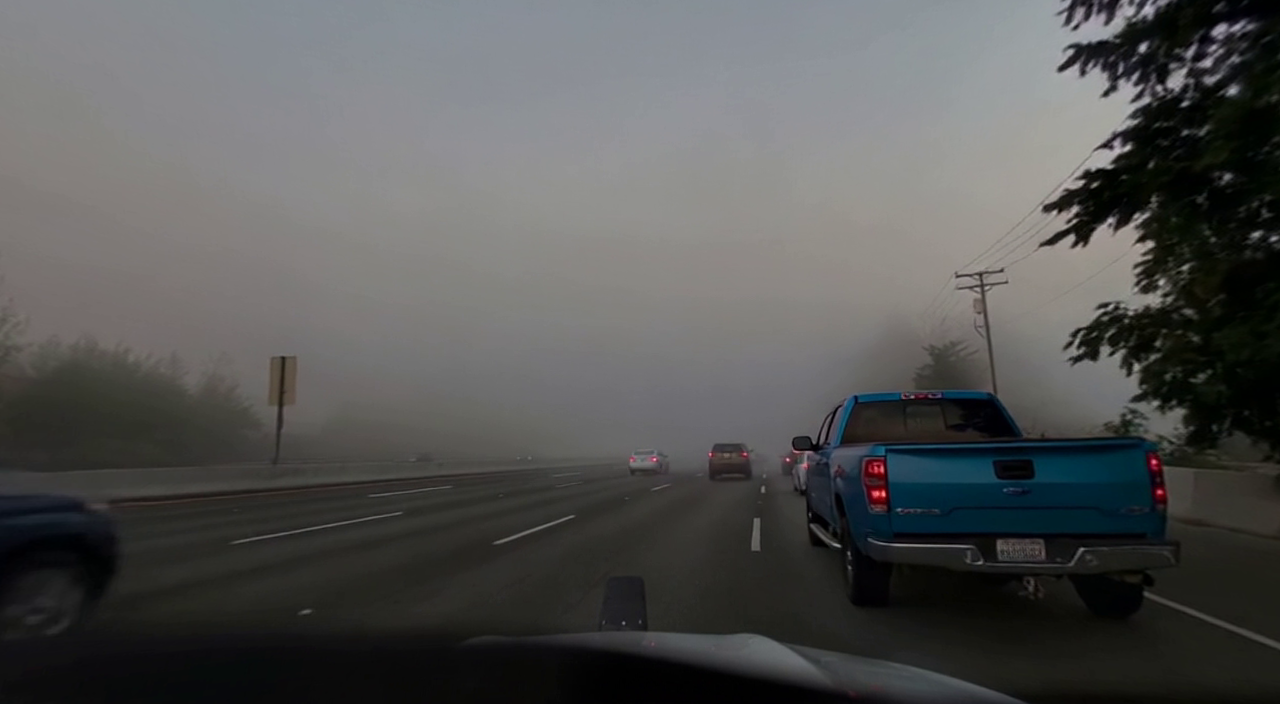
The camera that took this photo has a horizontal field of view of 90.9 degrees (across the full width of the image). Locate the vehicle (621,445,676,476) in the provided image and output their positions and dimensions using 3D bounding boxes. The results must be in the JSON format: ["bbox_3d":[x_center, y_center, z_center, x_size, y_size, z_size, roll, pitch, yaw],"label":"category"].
[{"bbox_3d":[0.516,5.689,33.379,2.119,1.478,4.644,-2,-8,11],"label":"vehicle"}]

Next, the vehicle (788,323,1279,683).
[{"bbox_3d":[3.363,1.379,7.277,3.024,2.092,6.797,-2,-8,12],"label":"vehicle"}]

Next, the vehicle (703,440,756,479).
[{"bbox_3d":[4.266,4.981,29.471,2.080,1.682,4.150,-2,-9,12],"label":"vehicle"}]
